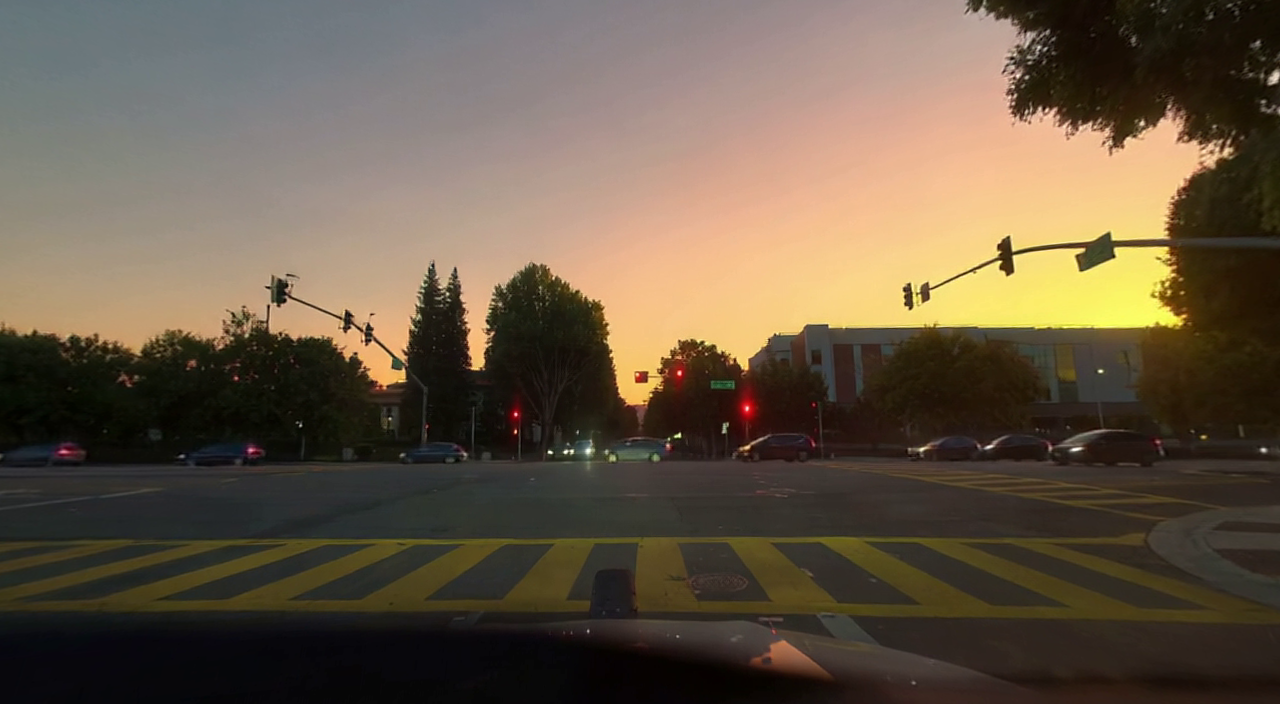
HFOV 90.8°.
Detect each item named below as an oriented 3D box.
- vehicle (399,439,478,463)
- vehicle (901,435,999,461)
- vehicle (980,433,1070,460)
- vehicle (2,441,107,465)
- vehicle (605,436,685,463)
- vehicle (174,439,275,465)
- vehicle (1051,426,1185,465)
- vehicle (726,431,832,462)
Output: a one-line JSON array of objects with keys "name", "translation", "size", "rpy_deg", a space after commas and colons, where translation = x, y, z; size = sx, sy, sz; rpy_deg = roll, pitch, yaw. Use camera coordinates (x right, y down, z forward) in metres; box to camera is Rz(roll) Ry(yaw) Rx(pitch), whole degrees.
[{"name": "vehicle", "translation": [-12.818, 6.346, 40.416], "size": [4.443, 1.472, 1.794], "rpy_deg": [0, -9, 0]}, {"name": "vehicle", "translation": [18.102, 5.616, 37.029], "size": [4.724, 1.452, 1.870], "rpy_deg": [0, -9, 1]}, {"name": "vehicle", "translation": [24.674, 6.079, 40.584], "size": [4.488, 1.667, 1.869], "rpy_deg": [0, -9, 1]}, {"name": "vehicle", "translation": [-37.275, 6.456, 40.300], "size": [4.759, 1.445, 1.865], "rpy_deg": [0, -9, -1]}, {"name": "vehicle", "translation": [0.276, 5.669, 36.764], "size": [4.519, 1.476, 1.767], "rpy_deg": [0, -9, 0]}, {"name": "vehicle", "translation": [-24.080, 5.820, 36.684], "size": [4.631, 1.435, 1.715], "rpy_deg": [0, -9, 0]}, {"name": "vehicle", "translation": [23.033, 4.519, 30.596], "size": [4.662, 1.764, 2.064], "rpy_deg": [-1, -9, 2]}, {"name": "vehicle", "translation": [8.707, 5.981, 40.027], "size": [6.133, 1.833, 2.155], "rpy_deg": [0, -9, 1]}]
